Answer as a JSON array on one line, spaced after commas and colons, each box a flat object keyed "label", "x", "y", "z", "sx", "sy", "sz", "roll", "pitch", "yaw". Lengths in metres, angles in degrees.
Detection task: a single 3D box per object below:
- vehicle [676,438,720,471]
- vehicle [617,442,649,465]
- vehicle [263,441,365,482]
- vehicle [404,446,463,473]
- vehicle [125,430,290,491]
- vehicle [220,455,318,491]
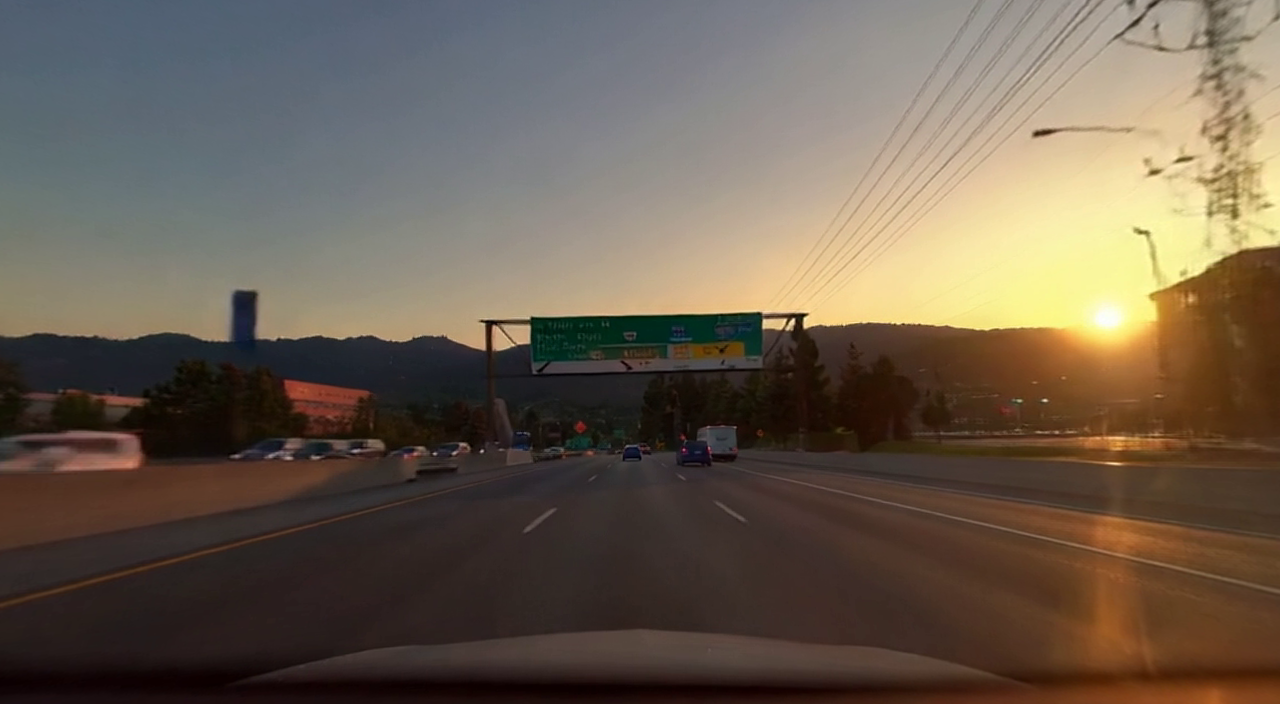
[{"label": "vehicle", "x": 3.395, "y": 6.121, "z": 37.891, "sx": 2.036, "sy": 1.796, "sz": 4.470, "roll": 0, "pitch": -9, "yaw": -2}, {"label": "vehicle", "x": -0.540, "y": 7.971, "z": 49.648, "sx": 2.325, "sy": 1.712, "sz": 4.592, "roll": 0, "pitch": -9, "yaw": 0}, {"label": "vehicle", "x": -13.545, "y": 4.560, "z": 26.597, "sx": 1.941, "sy": 1.539, "sz": 4.406, "roll": 0, "pitch": -9, "yaw": 0}, {"label": "vehicle", "x": -13.801, "y": 7.197, "z": 42.581, "sx": 2.059, "sy": 1.632, "sz": 5.389, "roll": 0, "pitch": -9, "yaw": 1}, {"label": "vehicle", "x": -25.064, "y": 6.362, "z": 37.508, "sx": 2.954, "sy": 3.149, "sz": 9.482, "roll": 0, "pitch": -9, "yaw": 1}, {"label": "vehicle", "x": -17.685, "y": 5.761, "z": 30.424, "sx": 1.847, "sy": 1.485, "sz": 4.729, "roll": 0, "pitch": -9, "yaw": 0}]
